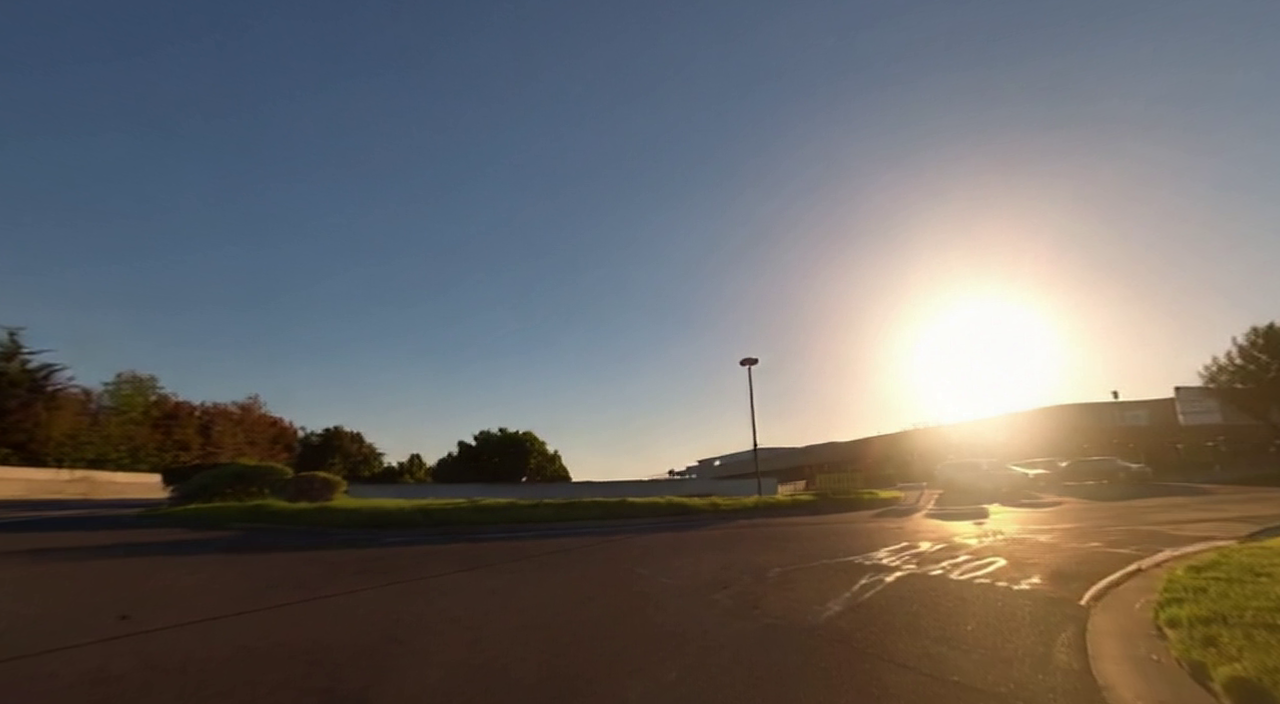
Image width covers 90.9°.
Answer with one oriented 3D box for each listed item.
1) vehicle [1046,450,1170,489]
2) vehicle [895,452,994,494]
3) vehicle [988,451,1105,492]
[{"bbox_3d":[19.984,5.048,27.141,1.825,1.512,3.943,4,-10,-14],"label":"vehicle"},{"bbox_3d":[12.775,5.168,26.752,1.944,1.608,3.715,3,-12,-7],"label":"vehicle"},{"bbox_3d":[16.517,4.907,25.855,1.833,1.490,3.705,4,-12,-13],"label":"vehicle"}]
